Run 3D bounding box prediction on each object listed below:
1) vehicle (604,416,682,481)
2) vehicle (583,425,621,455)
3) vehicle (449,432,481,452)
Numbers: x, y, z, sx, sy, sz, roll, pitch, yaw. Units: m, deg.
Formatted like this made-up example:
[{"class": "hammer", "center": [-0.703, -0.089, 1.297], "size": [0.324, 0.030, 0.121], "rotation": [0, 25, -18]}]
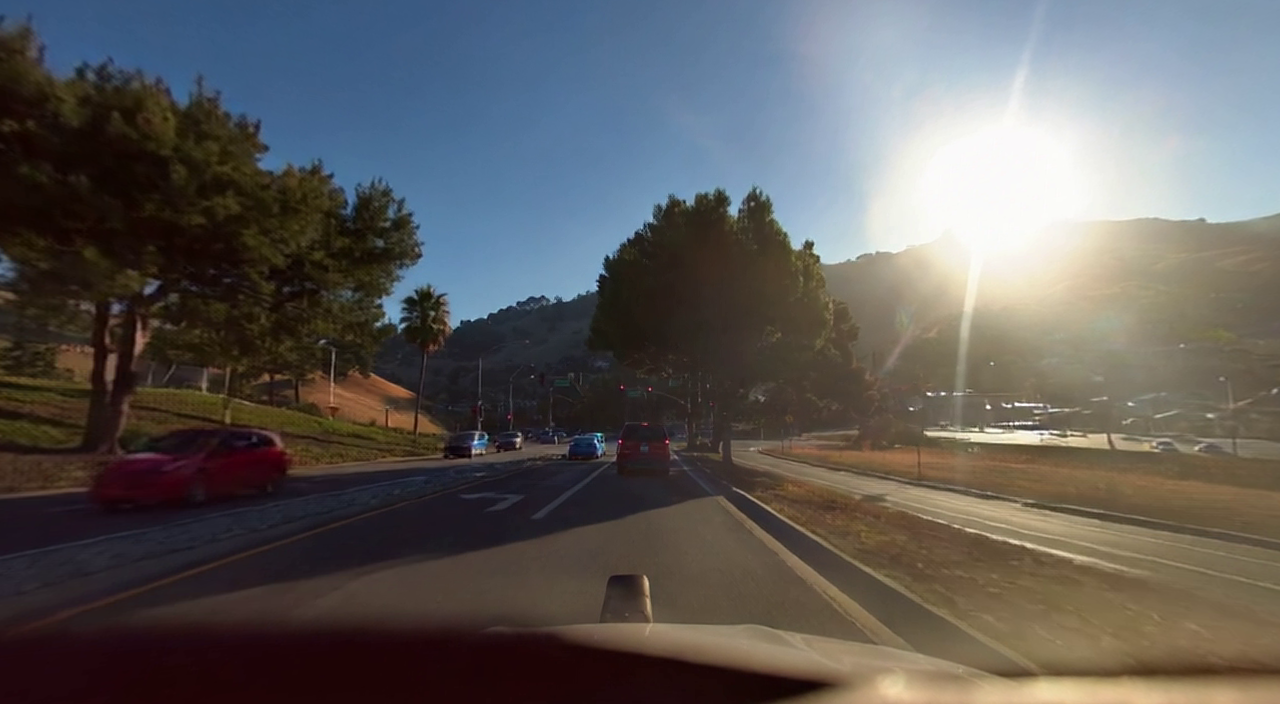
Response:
[{"class": "vehicle", "center": [0.100, 3.045, 20.056], "size": [2.185, 1.822, 4.391], "rotation": [-1, -8, 1]}, {"class": "vehicle", "center": [-2.414, 5.758, 41.166], "size": [2.131, 1.783, 4.540], "rotation": [-1, -8, 1]}, {"class": "vehicle", "center": [-13.388, 6.856, 47.944], "size": [1.991, 1.469, 4.596], "rotation": [2, -8, -19]}]
